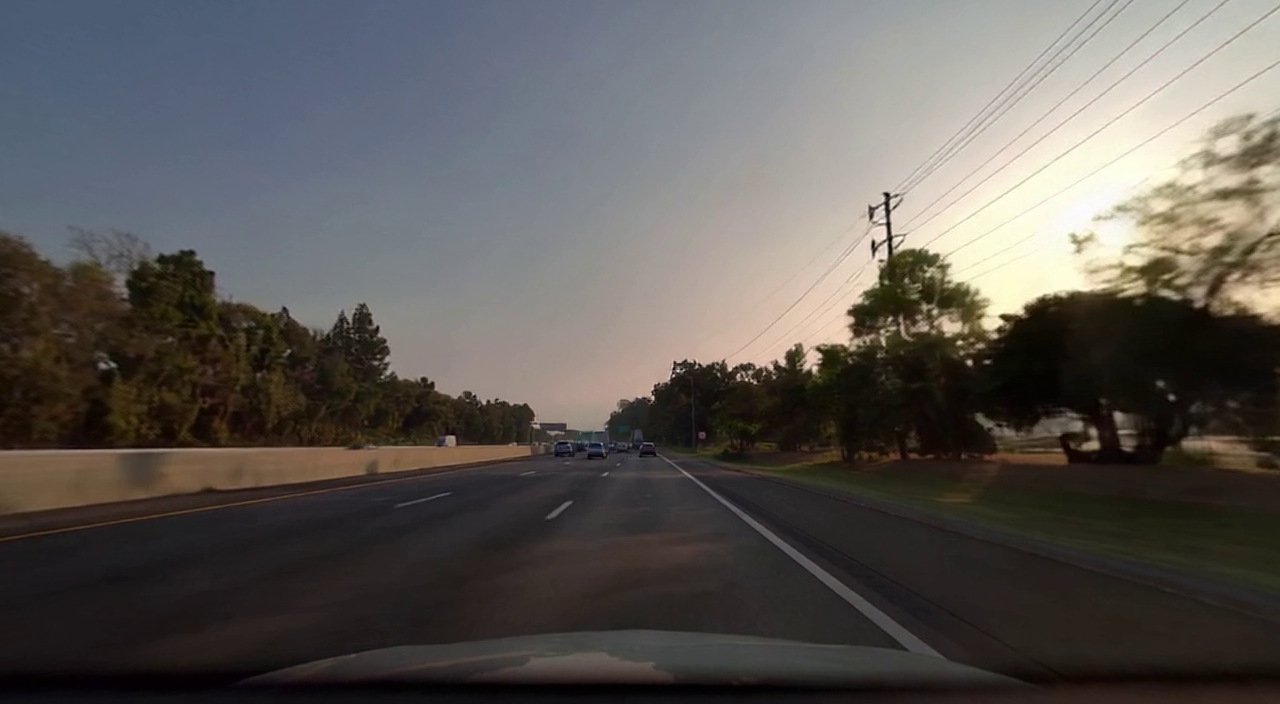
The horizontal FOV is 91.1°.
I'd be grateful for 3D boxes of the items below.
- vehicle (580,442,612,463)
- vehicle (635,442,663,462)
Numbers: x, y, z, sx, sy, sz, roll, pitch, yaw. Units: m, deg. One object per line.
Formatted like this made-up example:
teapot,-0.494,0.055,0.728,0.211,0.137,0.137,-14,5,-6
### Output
vehicle,-3.240,7.480,46.943,2.046,1.478,4.111,0,-8,0
vehicle,0.656,7.698,48.577,2.057,1.453,3.926,0,-8,0
